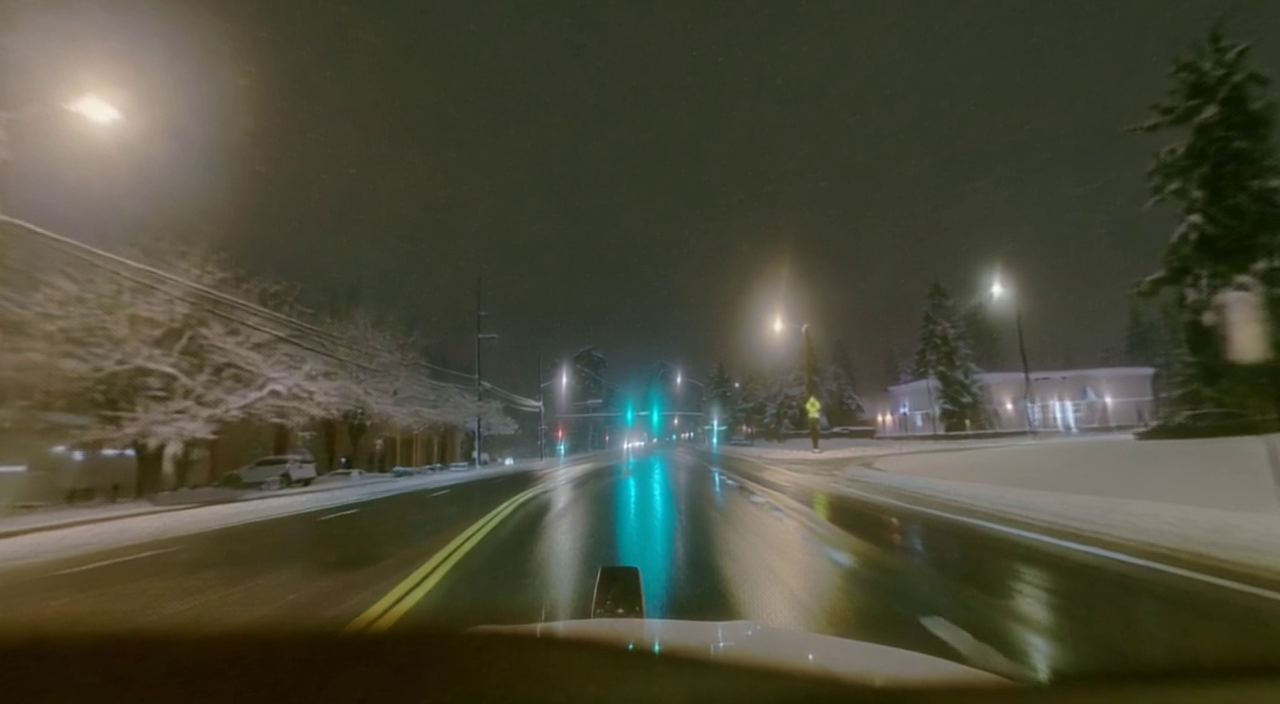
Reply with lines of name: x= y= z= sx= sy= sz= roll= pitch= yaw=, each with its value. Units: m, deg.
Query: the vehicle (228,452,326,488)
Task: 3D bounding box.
vehicle: x=-19.547 y=6.350 z=34.333 sx=2.030 sy=1.759 sz=4.949 roll=-1 pitch=-9 yaw=5

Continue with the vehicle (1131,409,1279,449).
vehicle: x=21.078 y=2.832 z=23.026 sx=4.621 sy=1.393 sz=1.824 roll=-1 pitch=-9 yaw=6
